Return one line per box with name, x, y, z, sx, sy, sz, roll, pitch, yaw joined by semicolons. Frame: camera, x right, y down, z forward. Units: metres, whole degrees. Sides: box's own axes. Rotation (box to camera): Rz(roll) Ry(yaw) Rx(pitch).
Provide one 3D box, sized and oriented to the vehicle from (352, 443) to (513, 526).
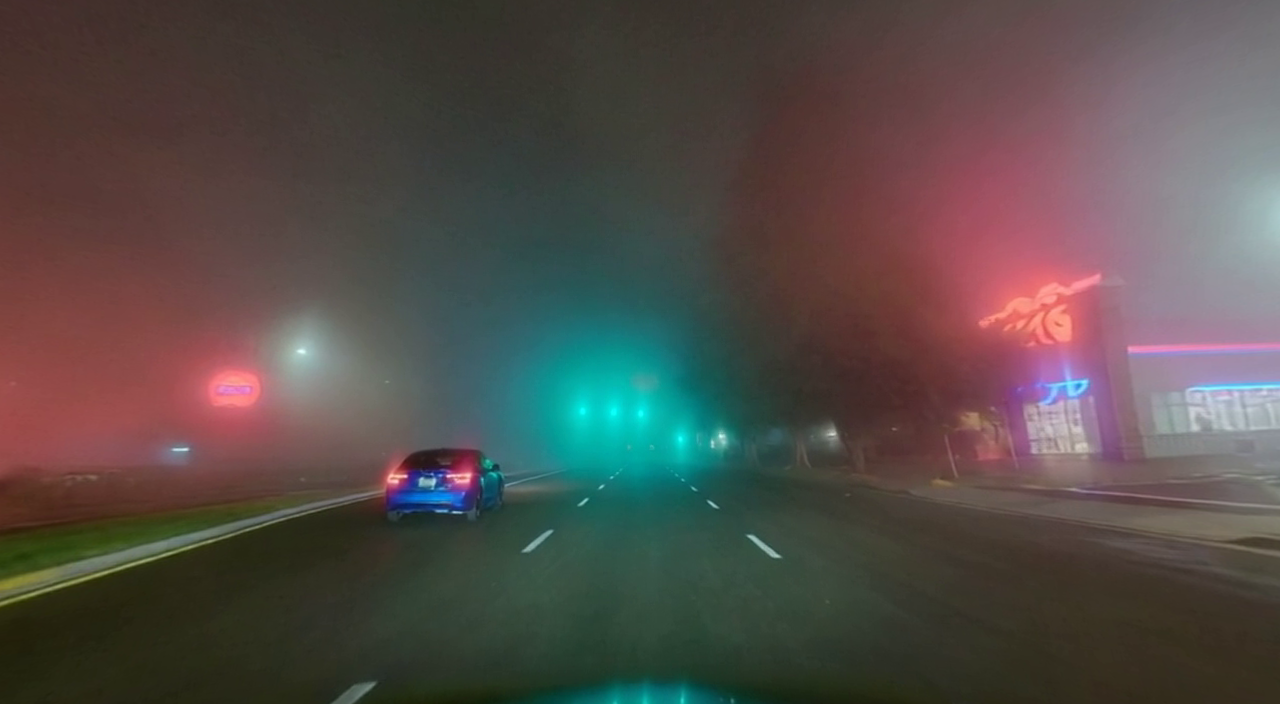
vehicle;-4.190;2.718;13.643;2.082;1.460;4.636;0;-8;-2
